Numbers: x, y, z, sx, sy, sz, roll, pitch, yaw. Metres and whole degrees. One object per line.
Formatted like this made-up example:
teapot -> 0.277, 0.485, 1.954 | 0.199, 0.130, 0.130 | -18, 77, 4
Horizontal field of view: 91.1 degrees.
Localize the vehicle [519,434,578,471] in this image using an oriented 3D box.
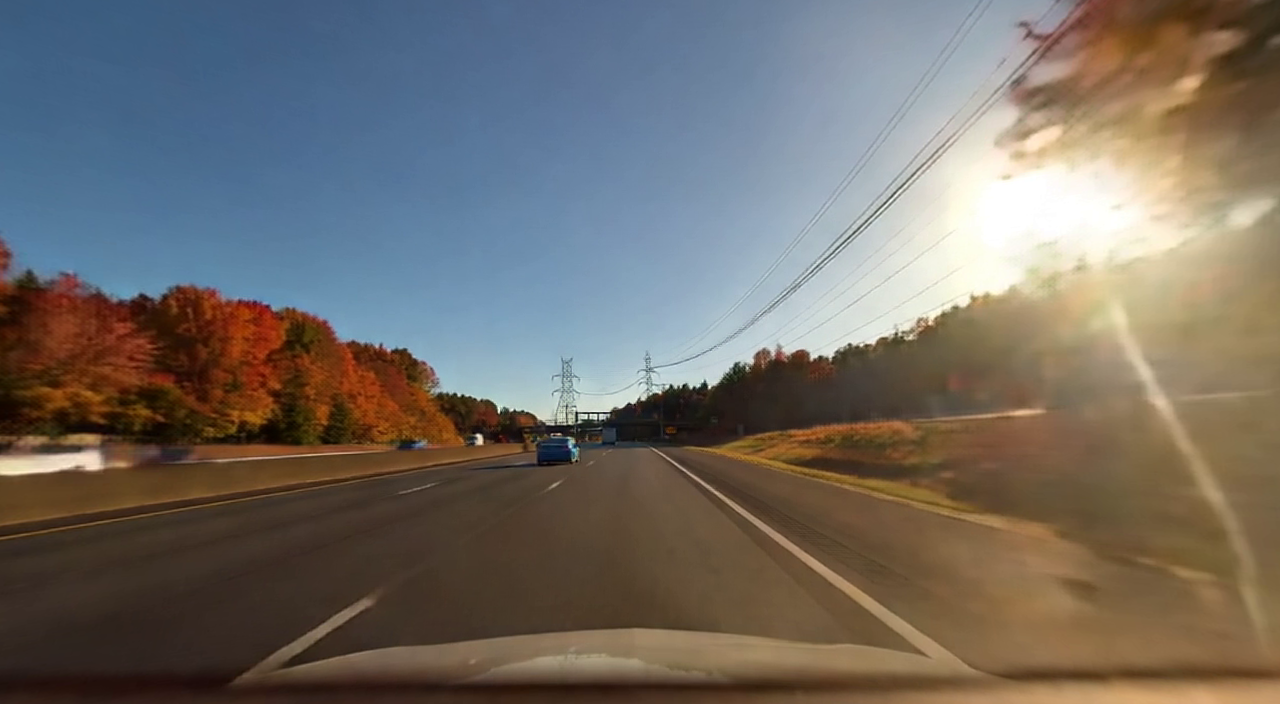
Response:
vehicle -> -3.940, 4.375, 27.758 | 2.025, 1.475, 4.379 | 0, -8, -1
